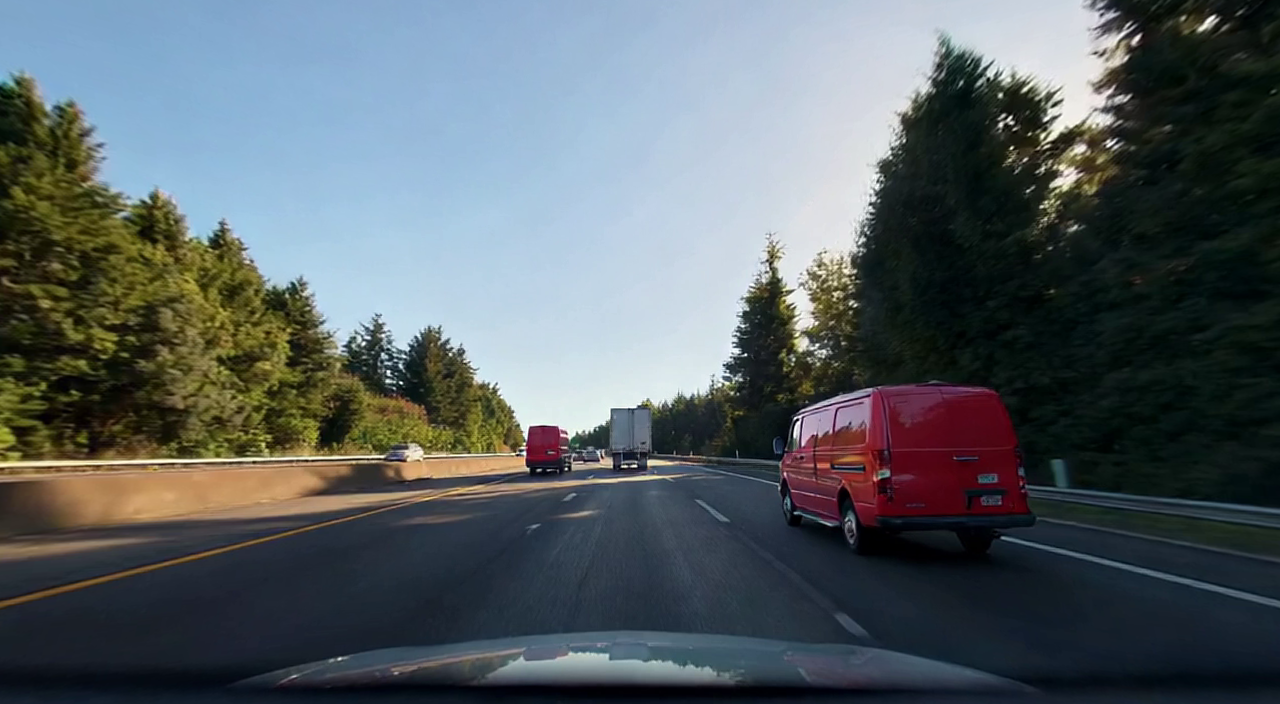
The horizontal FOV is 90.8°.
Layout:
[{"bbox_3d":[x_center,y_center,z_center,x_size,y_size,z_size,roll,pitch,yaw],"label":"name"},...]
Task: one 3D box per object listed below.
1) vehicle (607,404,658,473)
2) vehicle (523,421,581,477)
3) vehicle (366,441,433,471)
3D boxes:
[{"bbox_3d":[-0.516,5.917,42.475,2.995,4.036,10.311,0,-9,-1],"label":"vehicle"},{"bbox_3d":[-4.664,5.332,34.607,2.357,2.786,6.144,0,-9,-1],"label":"vehicle"},{"bbox_3d":[-12.913,5.598,34.134,1.836,1.484,4.541,0,-9,0],"label":"vehicle"}]
